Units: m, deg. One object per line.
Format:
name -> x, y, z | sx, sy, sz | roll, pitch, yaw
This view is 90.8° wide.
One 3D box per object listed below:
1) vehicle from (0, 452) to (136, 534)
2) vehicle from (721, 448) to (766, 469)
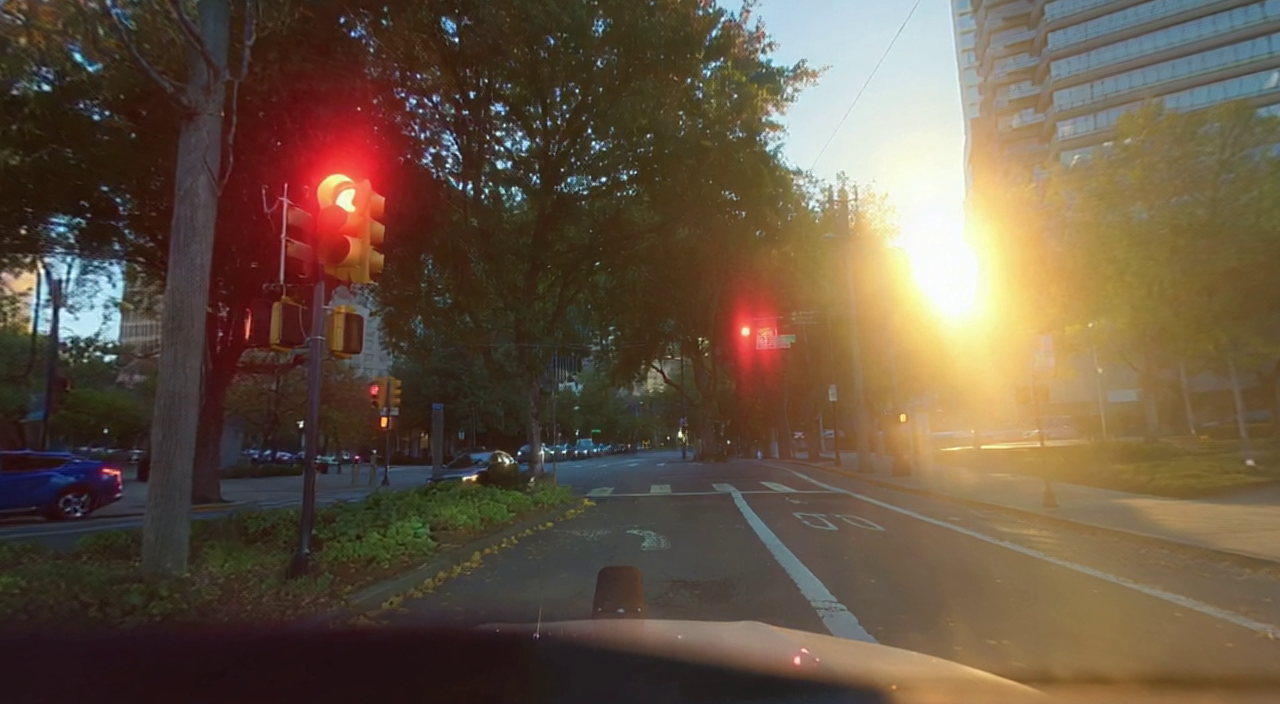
vehicle -> -12.858, 2.715, 12.271 | 4.598, 1.490, 1.816 | 7, -11, -40
vehicle -> 7.860, 8.126, 48.415 | 1.829, 1.440, 4.384 | 2, -9, -14
